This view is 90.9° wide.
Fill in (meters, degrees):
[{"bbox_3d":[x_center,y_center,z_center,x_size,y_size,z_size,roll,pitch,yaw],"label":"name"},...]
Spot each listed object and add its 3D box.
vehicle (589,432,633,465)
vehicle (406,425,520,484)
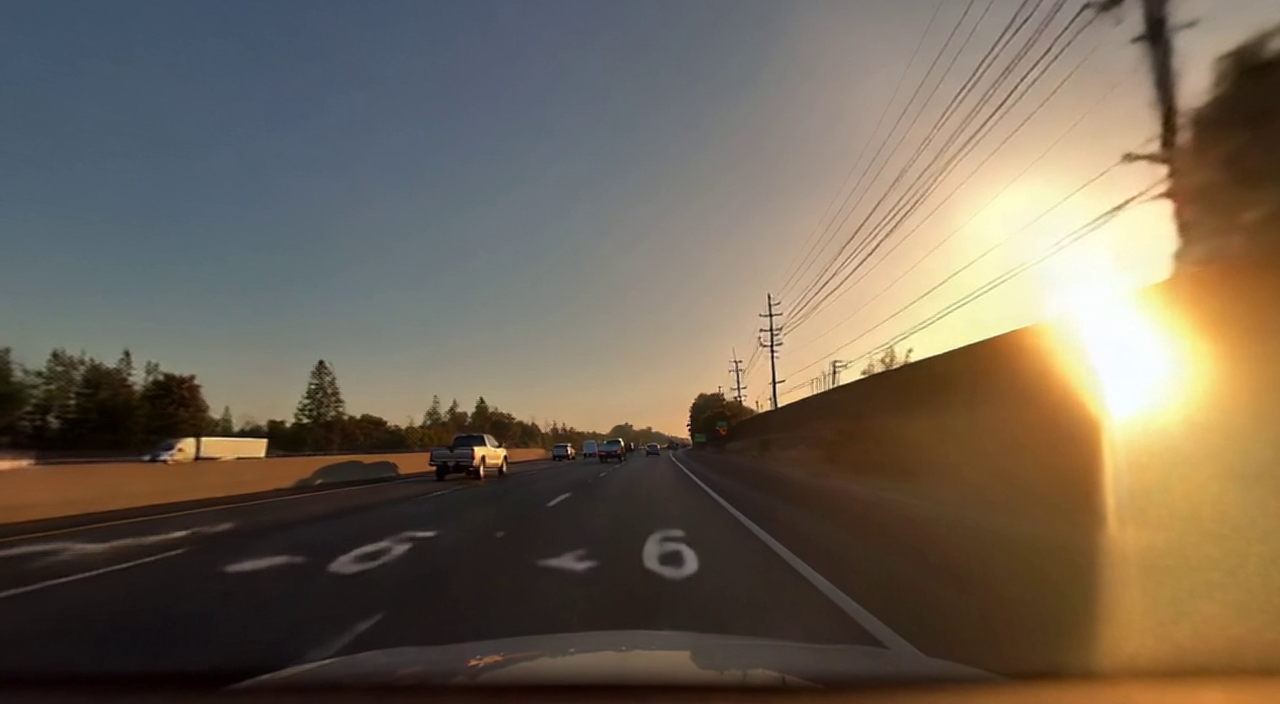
[{"bbox_3d":[-1.881,6.500,42.627,2.448,2.025,5.193,-1,-8,3],"label":"vehicle"},{"bbox_3d":[-6.679,3.965,24.837,2.460,1.992,6.474,0,-8,1],"label":"vehicle"}]
